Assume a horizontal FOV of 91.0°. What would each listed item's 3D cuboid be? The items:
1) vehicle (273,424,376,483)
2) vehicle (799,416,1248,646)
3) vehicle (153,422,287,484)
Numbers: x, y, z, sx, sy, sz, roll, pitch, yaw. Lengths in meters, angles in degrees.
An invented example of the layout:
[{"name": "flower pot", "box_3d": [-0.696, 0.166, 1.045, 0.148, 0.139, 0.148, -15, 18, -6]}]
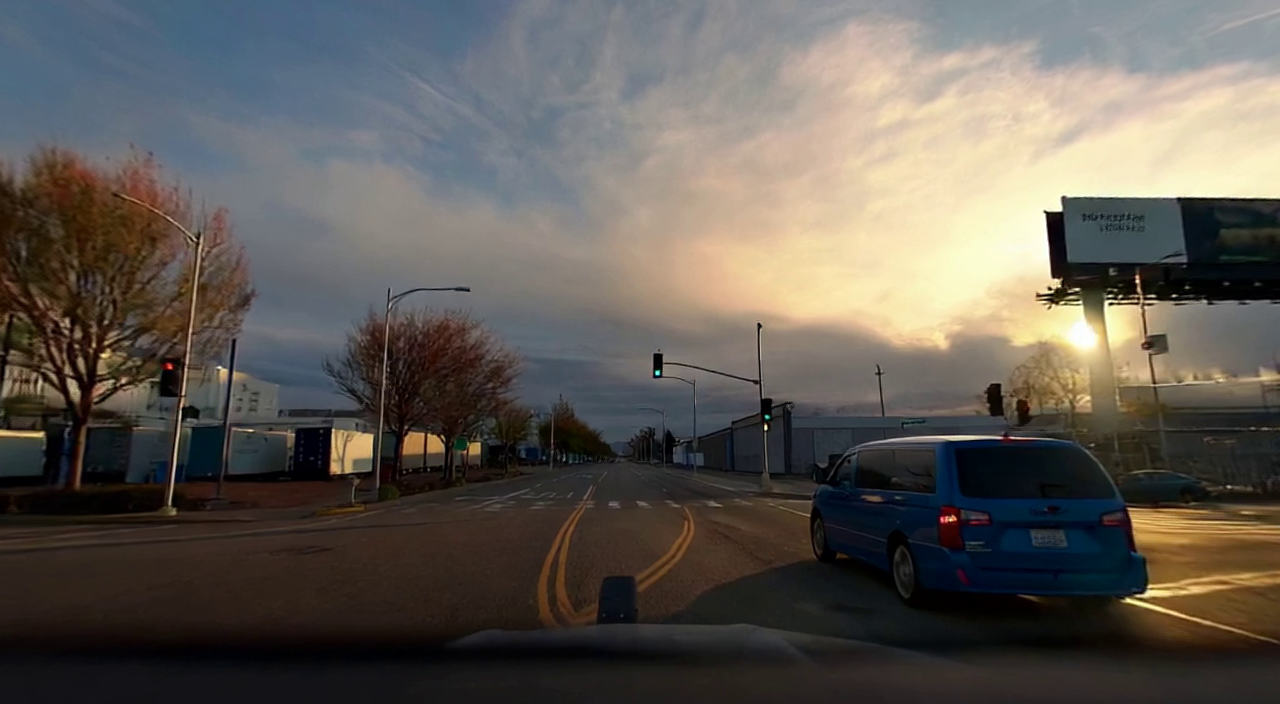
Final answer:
[{"name": "vehicle", "box_3d": [-21.439, 6.916, 43.467, 3.337, 3.644, 7.945, 0, -8, -3]}, {"name": "vehicle", "box_3d": [3.728, 1.817, 7.568, 2.202, 1.822, 4.826, 1, -9, -2]}, {"name": "vehicle", "box_3d": [-28.203, 6.945, 43.032, 2.943, 3.741, 9.094, 0, -10, -1]}]
